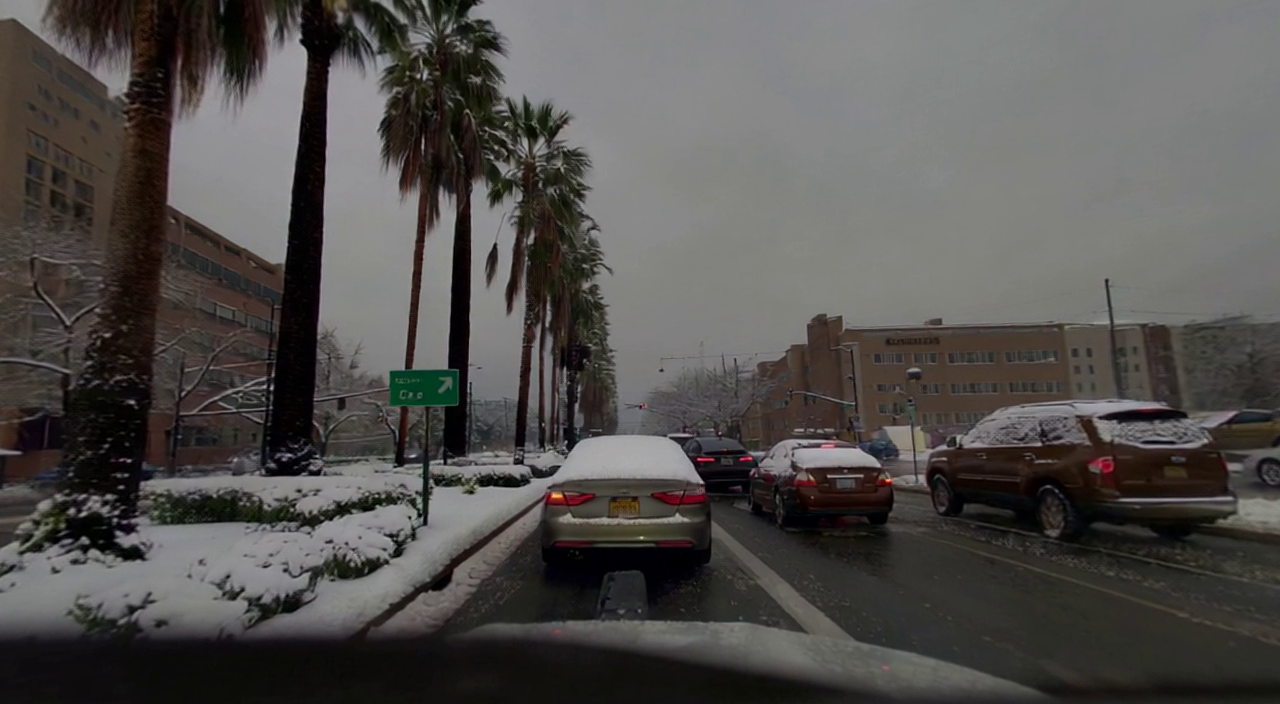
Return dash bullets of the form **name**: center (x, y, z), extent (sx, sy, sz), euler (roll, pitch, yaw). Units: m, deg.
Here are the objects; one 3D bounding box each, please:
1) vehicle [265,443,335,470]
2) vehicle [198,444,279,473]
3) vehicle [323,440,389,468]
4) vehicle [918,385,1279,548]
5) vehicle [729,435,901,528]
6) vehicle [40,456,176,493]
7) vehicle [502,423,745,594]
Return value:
- **vehicle**: center (-23.964, 7.358, 44.780), extent (2.055, 1.759, 5.200), euler (0, -8, 1)
- **vehicle**: center (-28.304, 7.493, 44.818), extent (2.115, 1.884, 5.481), euler (0, -8, 0)
- **vehicle**: center (-20.692, 7.434, 46.301), extent (2.306, 1.880, 5.537), euler (0, -8, 0)
- **vehicle**: center (7.207, 1.876, 10.921), extent (2.254, 2.072, 5.577), euler (0, -8, 0)
- **vehicle**: center (3.088, 2.377, 12.252), extent (1.925, 1.451, 4.436), euler (0, -8, -2)
- **vehicle**: center (-23.685, 5.440, 28.442), extent (1.972, 1.425, 4.765), euler (0, -8, 0)
- **vehicle**: center (-0.163, 1.687, 7.642), extent (2.158, 1.498, 3.919), euler (0, -8, 0)
